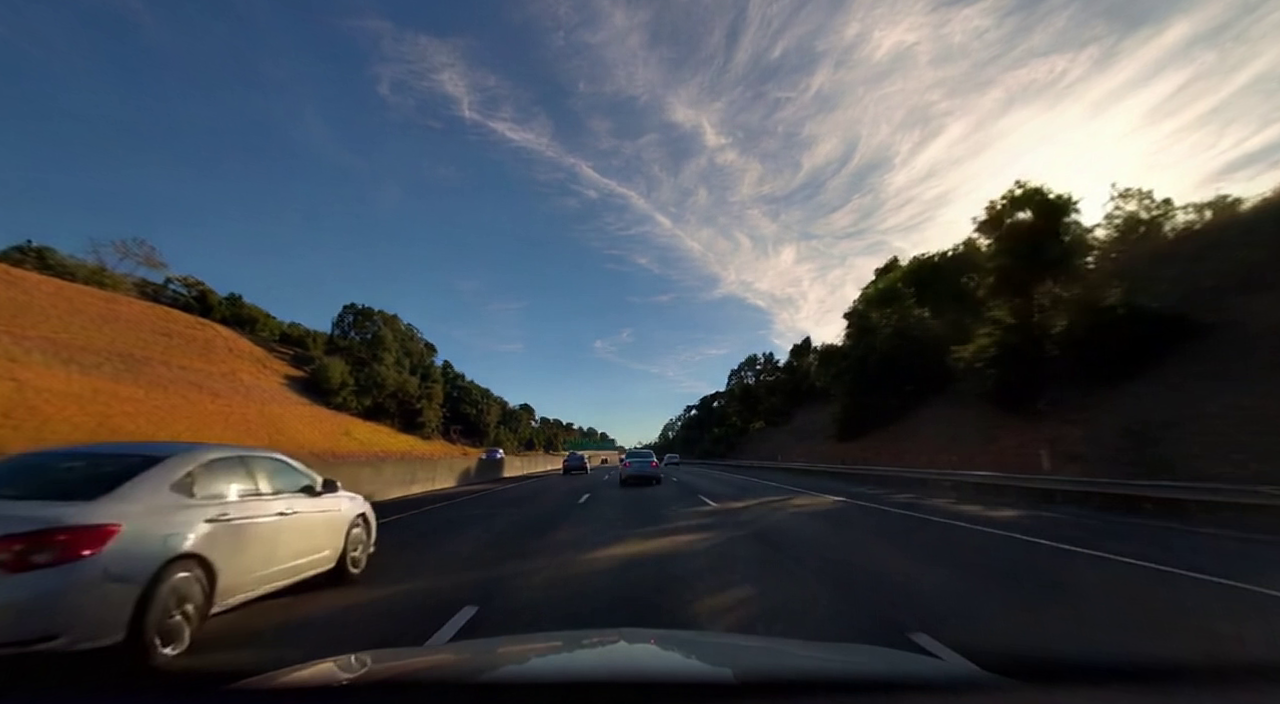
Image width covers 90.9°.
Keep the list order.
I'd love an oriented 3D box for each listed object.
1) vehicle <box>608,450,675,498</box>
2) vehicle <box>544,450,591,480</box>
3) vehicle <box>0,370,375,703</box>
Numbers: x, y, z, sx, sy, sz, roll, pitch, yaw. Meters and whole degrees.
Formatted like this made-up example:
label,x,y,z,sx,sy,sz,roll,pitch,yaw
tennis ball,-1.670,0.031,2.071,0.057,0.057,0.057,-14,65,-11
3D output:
label,x,y,z,sx,sy,sz,roll,pitch,yaw
vehicle,0.015,3.989,20.960,2.023,1.400,4.028,0,-9,-1
vehicle,-3.969,6.254,35.131,2.153,1.581,4.375,0,-9,0
vehicle,-3.697,1.154,4.251,2.048,1.621,4.058,0,-9,0
